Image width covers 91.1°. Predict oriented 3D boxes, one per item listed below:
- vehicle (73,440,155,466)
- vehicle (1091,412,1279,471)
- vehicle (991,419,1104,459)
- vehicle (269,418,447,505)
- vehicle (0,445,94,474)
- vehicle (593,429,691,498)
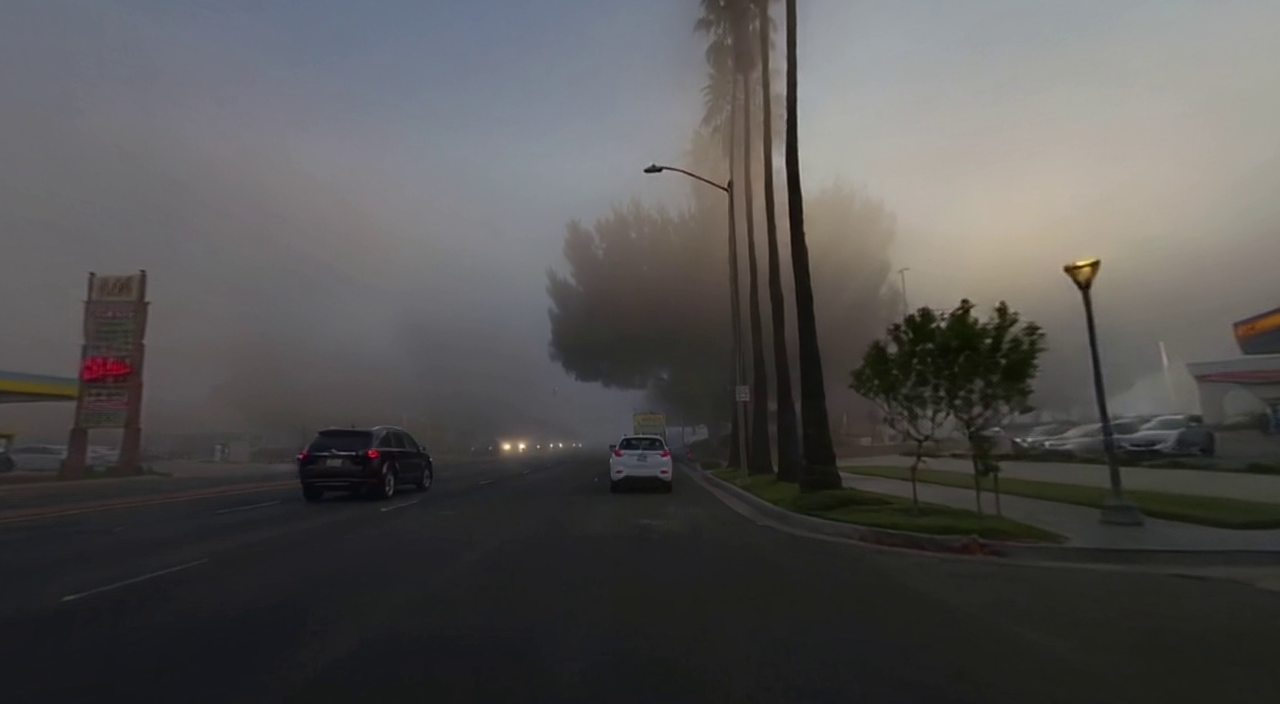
[{"bbox_3d":[-35.502,6.828,42.526,1.888,1.650,4.369,1,-8,-2],"label":"vehicle"},{"bbox_3d":[17.075,2.841,19.965,2.009,1.630,4.436,0,-8,-2],"label":"vehicle"},{"bbox_3d":[16.726,3.635,26.106,1.902,1.502,4.395,0,-9,3],"label":"vehicle"},{"bbox_3d":[-6.284,2.498,14.685,2.057,1.705,4.394,0,-8,1],"label":"vehicle"},{"bbox_3d":[-32.375,5.742,33.745,4.056,1.453,1.865,4,-9,-26],"label":"vehicle"},{"bbox_3d":[0.055,2.787,16.081,2.145,1.483,4.453,0,-8,0],"label":"vehicle"}]
